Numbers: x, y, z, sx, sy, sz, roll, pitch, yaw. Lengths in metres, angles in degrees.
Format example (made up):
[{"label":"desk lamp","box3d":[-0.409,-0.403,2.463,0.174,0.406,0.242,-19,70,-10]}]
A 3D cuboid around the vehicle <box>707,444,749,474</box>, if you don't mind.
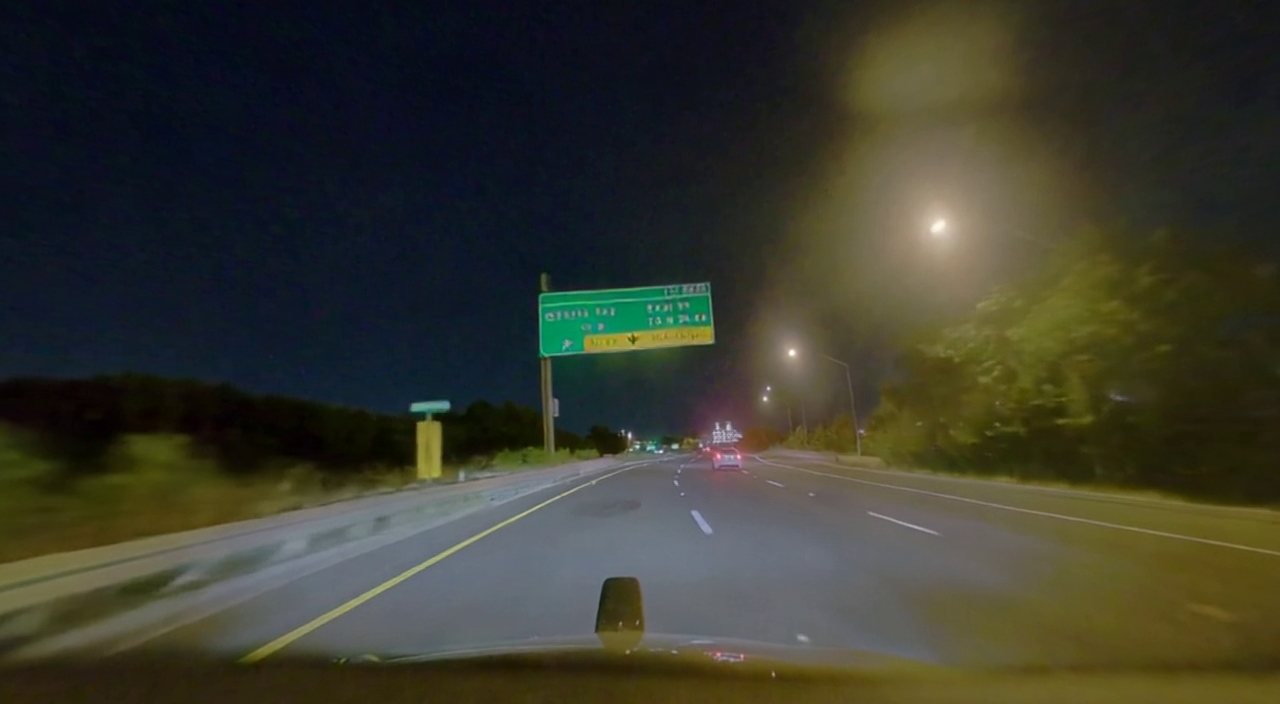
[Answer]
[{"label":"vehicle","box3d":[4.739,5.818,34.623,1.874,1.506,4.116,-1,-9,2]}]
